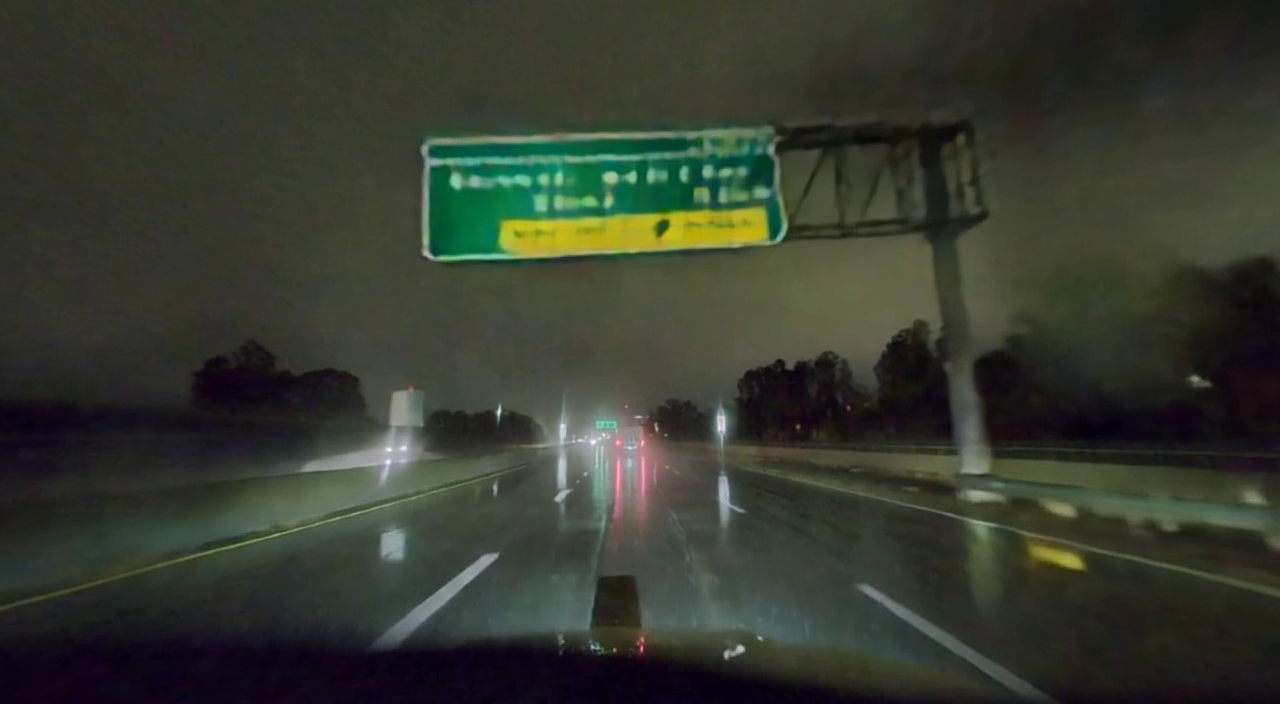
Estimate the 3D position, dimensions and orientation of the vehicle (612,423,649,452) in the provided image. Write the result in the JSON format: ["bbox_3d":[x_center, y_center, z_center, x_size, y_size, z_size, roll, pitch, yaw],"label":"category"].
[{"bbox_3d":[-0.668,5.407,39.667,2.157,1.647,4.524,0,-8,-3],"label":"vehicle"}]
